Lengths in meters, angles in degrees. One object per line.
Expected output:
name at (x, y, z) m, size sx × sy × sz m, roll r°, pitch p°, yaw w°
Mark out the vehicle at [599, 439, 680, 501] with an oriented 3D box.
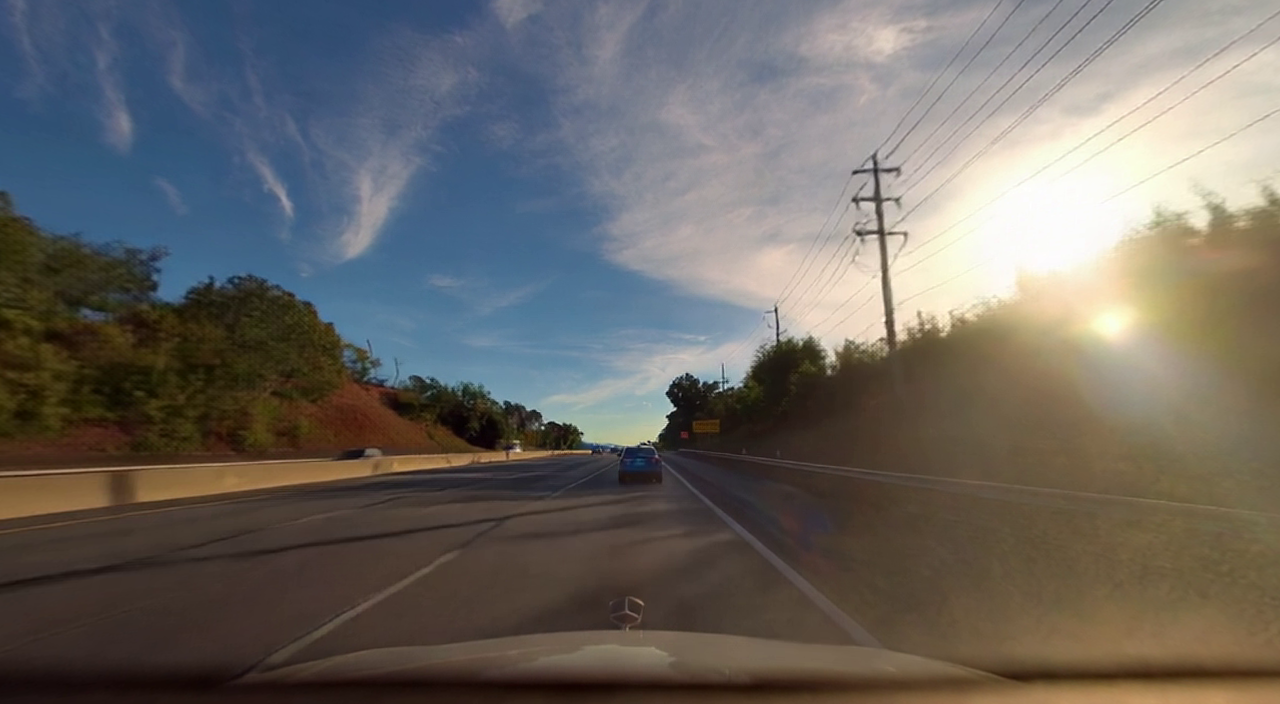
vehicle at (-0.048, 3.201, 17.491) m, size 1.966 × 1.499 × 4.298 m, roll 0°, pitch -9°, yaw -1°
